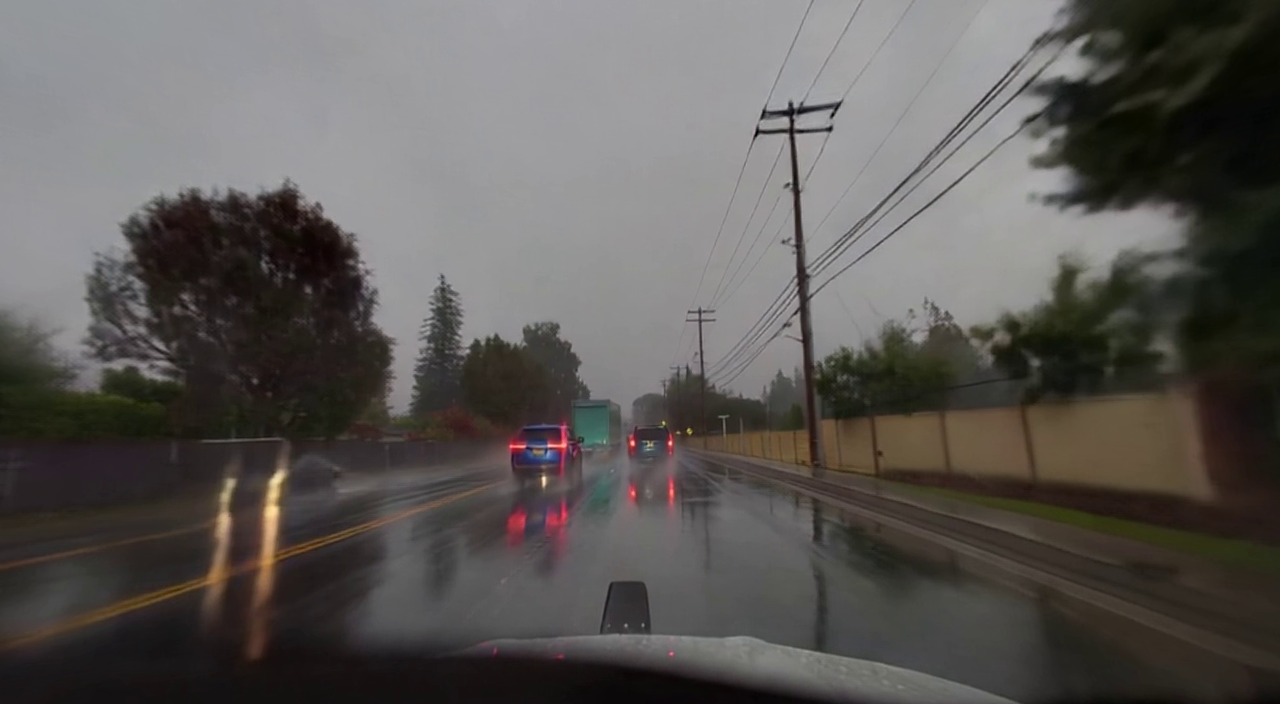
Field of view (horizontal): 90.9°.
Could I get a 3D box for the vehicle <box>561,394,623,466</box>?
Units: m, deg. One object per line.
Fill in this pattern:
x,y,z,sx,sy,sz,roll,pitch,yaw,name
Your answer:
-2.617,4.814,38.035,2.928,3.658,10.953,0,-8,0,vehicle

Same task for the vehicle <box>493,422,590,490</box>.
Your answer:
-2.842,3.146,19.327,2.093,1.832,4.508,0,-8,2,vehicle

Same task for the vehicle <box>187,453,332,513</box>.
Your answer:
-11.969,4.106,20.207,2.052,1.401,4.191,-7,-8,0,vehicle

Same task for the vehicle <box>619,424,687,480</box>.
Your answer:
0.411,3.494,22.228,2.174,1.749,4.113,0,-8,0,vehicle
